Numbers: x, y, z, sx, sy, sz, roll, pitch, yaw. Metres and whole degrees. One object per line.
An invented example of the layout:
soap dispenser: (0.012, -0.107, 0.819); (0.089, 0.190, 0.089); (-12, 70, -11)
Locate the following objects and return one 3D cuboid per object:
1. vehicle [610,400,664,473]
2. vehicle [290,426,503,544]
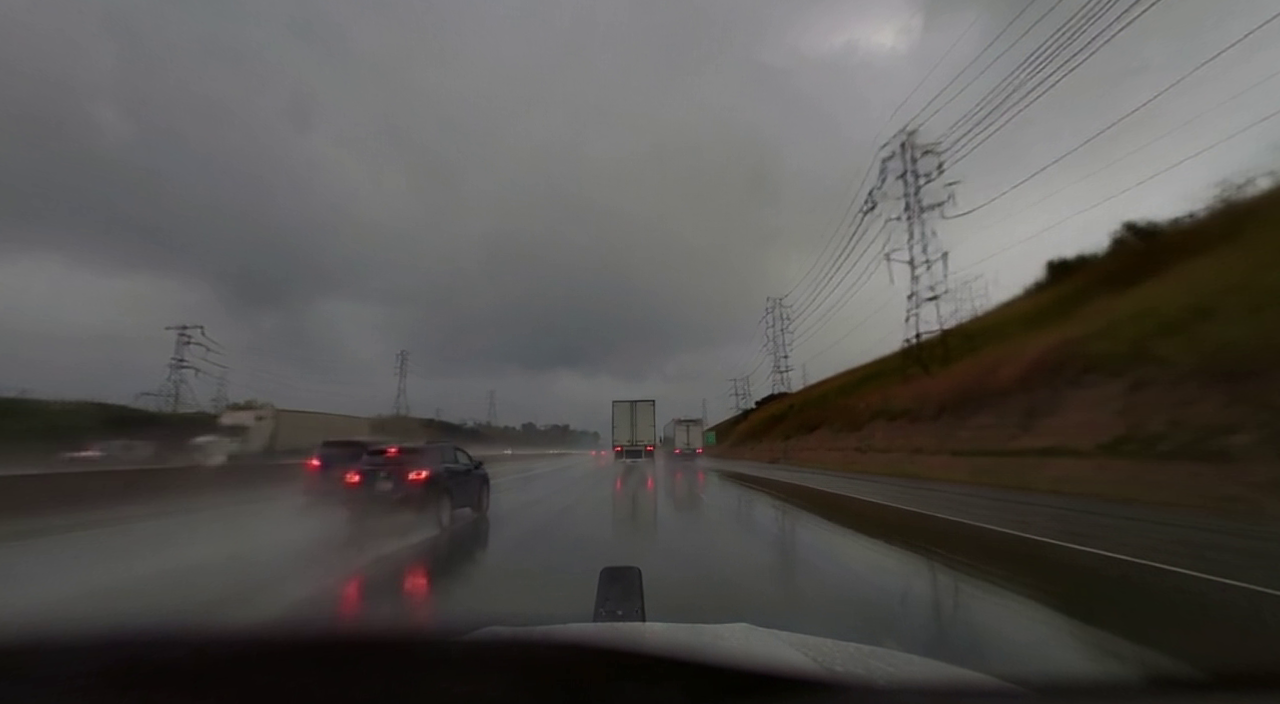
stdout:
vehicle: (-0.137, 5.476, 40.225); (2.985, 4.025, 10.982); (0, -9, 0)
vehicle: (-3.964, 2.237, 11.236); (2.050, 1.679, 4.253); (0, -9, 0)
